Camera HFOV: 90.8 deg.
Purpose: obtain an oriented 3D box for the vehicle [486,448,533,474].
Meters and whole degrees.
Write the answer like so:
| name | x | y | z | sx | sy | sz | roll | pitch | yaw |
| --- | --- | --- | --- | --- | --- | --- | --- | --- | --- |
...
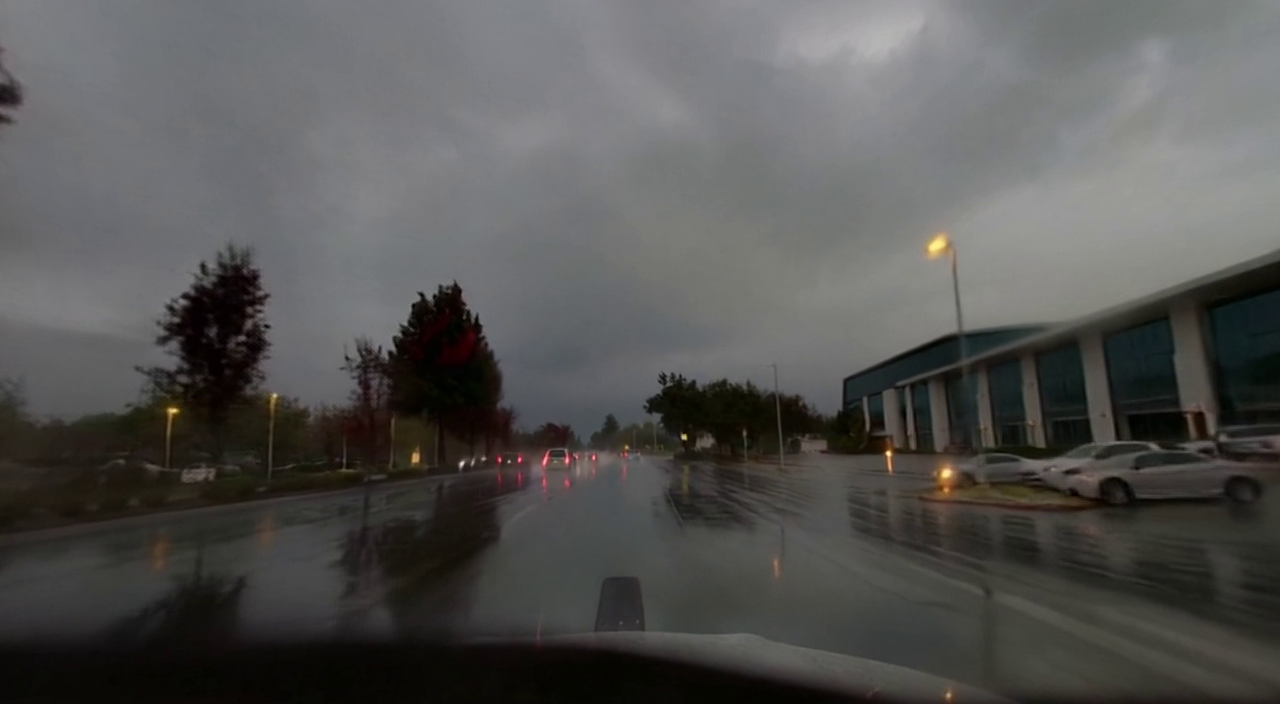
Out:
| name | x | y | z | sx | sy | sz | roll | pitch | yaw |
| --- | --- | --- | --- | --- | --- | --- | --- | --- | --- |
| vehicle | -8.322 | 6.967 | 40.686 | 1.976 | 1.497 | 4.709 | 0 | -9 | 1 |

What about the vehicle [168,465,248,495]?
| name | x | y | z | sx | sy | sz | roll | pitch | yaw |
| --- | --- | --- | --- | --- | --- | --- | --- | --- | --- |
| vehicle | -27.091 | 8.005 | 39.812 | 1.758 | 1.566 | 4.531 | -4 | -9 | 1 |

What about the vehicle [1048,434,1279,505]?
| name | x | y | z | sx | sy | sz | roll | pitch | yaw |
| --- | --- | --- | --- | --- | --- | --- | --- | --- | --- |
| vehicle | 12.860 | 2.830 | 15.447 | 4.313 | 1.596 | 2.028 | 0 | -9 | 1 |

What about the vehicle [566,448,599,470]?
| name | x | y | z | sx | sy | sz | roll | pitch | yaw |
| --- | --- | --- | --- | --- | --- | --- | --- | --- | --- |
| vehicle | -4.016 | 7.557 | 44.736 | 1.971 | 1.414 | 4.317 | 0 | -9 | 0 |

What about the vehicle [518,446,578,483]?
| name | x | y | z | sx | sy | sz | roll | pitch | yaw |
| --- | --- | --- | --- | --- | --- | --- | --- | --- | --- |
| vehicle | -4.094 | 5.073 | 28.758 | 2.011 | 1.483 | 4.596 | -1 | -9 | 0 |
